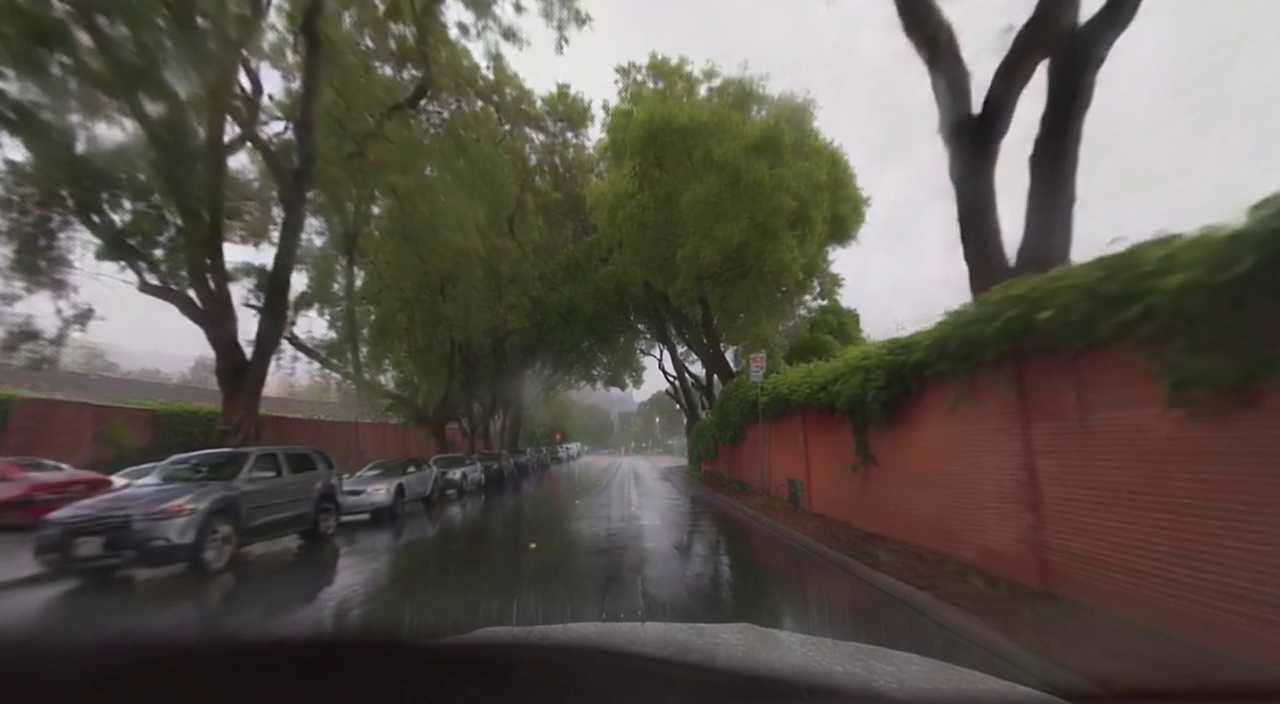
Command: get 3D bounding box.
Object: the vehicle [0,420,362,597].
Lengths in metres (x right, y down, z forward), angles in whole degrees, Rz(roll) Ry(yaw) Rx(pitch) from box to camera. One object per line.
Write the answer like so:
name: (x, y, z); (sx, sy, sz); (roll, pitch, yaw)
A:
vehicle: (-6.274, 2.012, 9.254); (1.976, 1.805, 5.123); (1, -8, 1)

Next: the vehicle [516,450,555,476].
vehicle: (-6.843, 7.286, 41.758); (1.952, 1.514, 4.630); (1, -8, -2)

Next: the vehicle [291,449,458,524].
vehicle: (-6.320, 3.210, 15.837); (1.925, 1.488, 4.983); (1, -8, 1)

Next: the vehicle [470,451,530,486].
vehicle: (-6.539, 5.461, 29.999); (1.906, 1.460, 4.391); (1, -8, -1)
